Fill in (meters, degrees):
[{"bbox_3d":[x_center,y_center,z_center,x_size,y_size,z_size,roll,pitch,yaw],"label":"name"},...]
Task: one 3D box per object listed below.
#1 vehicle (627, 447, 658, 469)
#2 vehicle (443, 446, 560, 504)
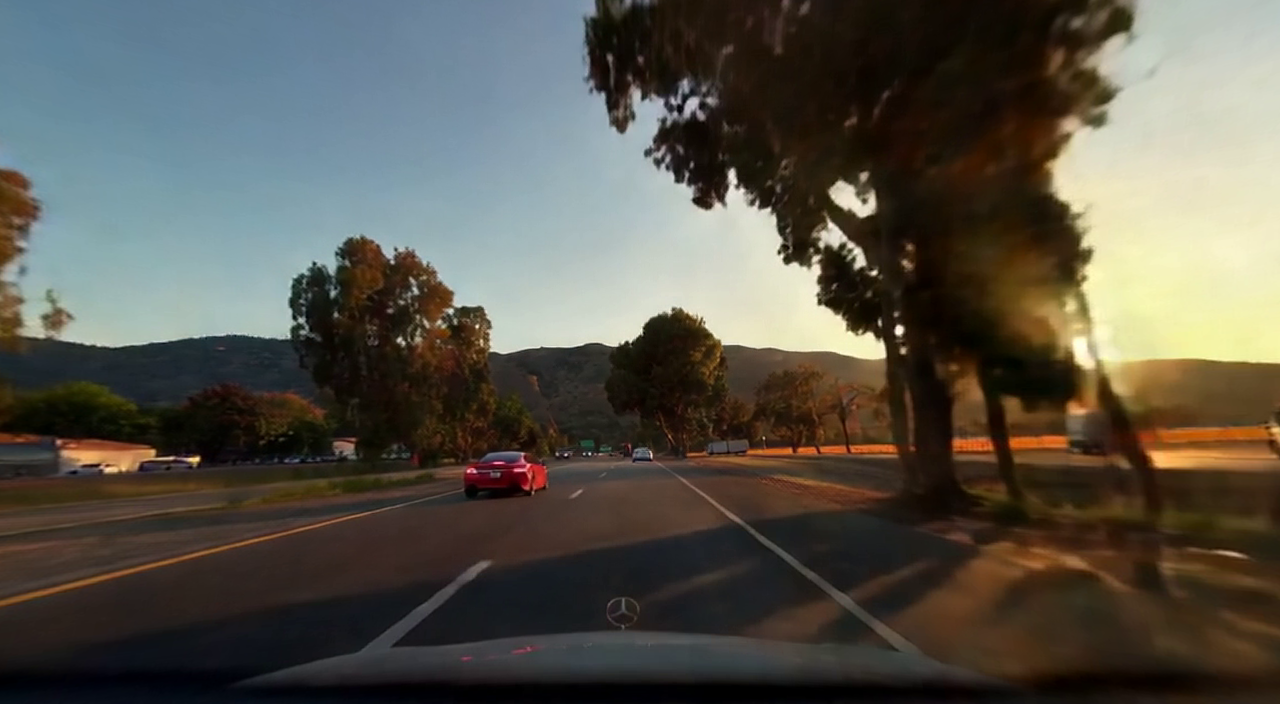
[{"bbox_3d":[0.164,7.514,44.966,2.079,1.450,3.942,0,-9,0],"label":"vehicle"},{"bbox_3d":[-3.781,3.450,18.219,2.170,1.451,4.584,0,-9,2],"label":"vehicle"}]
